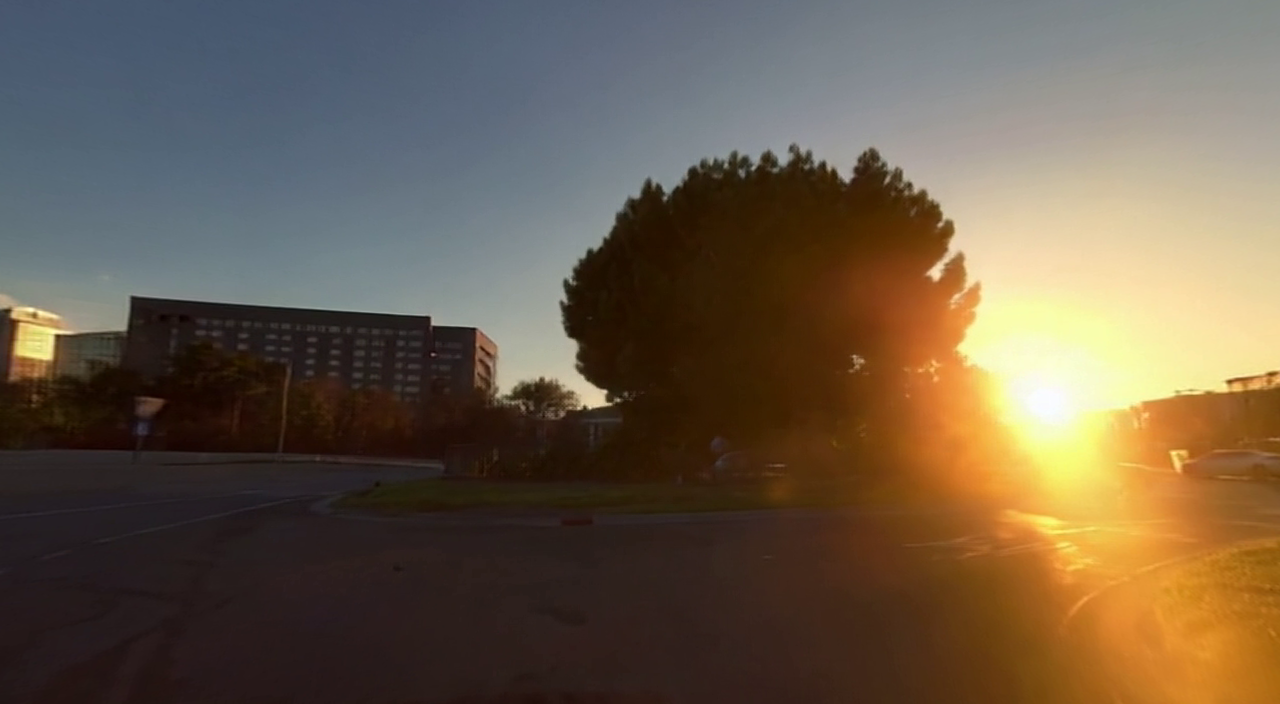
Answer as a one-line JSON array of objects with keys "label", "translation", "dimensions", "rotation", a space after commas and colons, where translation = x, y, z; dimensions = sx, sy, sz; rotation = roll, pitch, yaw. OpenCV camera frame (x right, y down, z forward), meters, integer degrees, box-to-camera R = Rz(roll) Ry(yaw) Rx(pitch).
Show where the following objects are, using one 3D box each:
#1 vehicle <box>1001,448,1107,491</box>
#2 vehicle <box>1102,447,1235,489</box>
[{"label": "vehicle", "translation": [17.247, 4.975, 26.515], "dimensions": [1.944, 1.608, 3.715], "rotation": [1, -12, 1]}, {"label": "vehicle", "translation": [20.785, 4.631, 25.020], "dimensions": [1.833, 1.490, 3.705], "rotation": [2, -11, -5]}]
